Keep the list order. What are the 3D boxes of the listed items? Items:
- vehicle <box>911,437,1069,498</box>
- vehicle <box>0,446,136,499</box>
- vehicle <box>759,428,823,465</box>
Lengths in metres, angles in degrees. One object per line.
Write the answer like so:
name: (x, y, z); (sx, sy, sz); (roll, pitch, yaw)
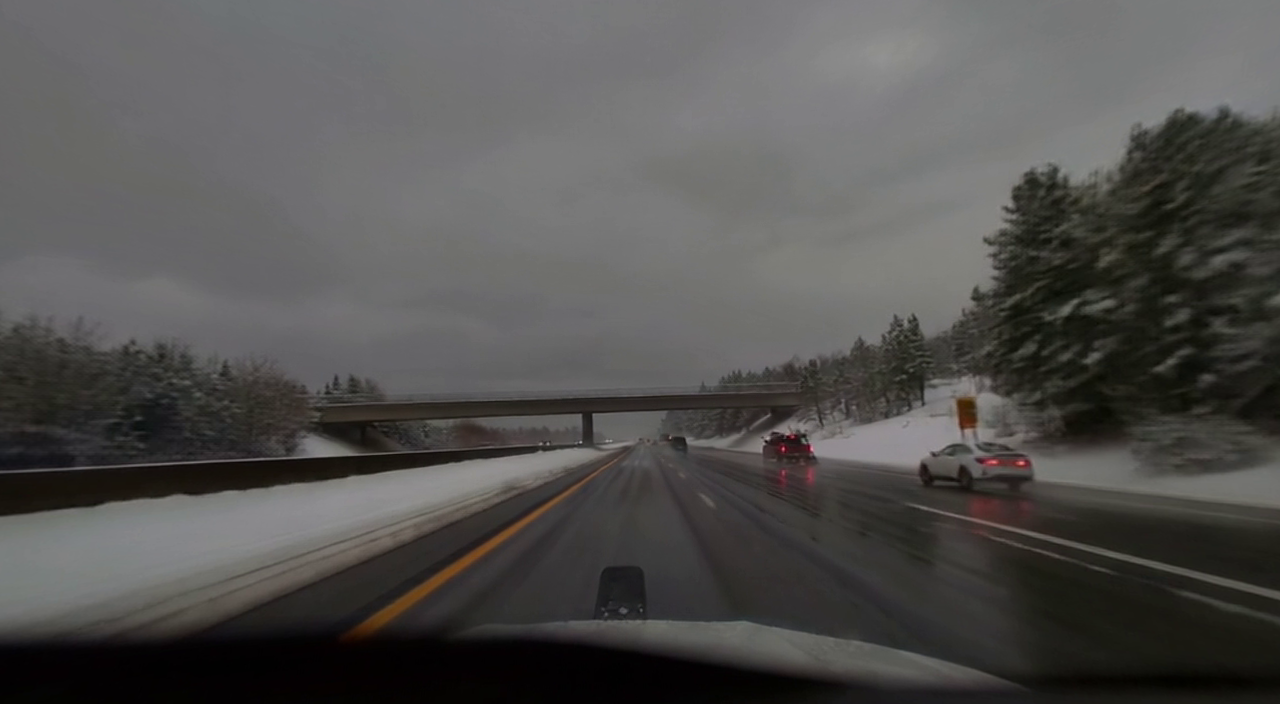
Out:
vehicle: (9.515, 3.139, 17.508); (1.927, 1.472, 4.076); (0, -8, -2)
vehicle: (-21.122, 4.262, 22.661); (1.988, 1.665, 4.631); (0, -8, 0)
vehicle: (8.936, 5.670, 37.698); (2.362, 2.037, 5.409); (0, -8, -1)
